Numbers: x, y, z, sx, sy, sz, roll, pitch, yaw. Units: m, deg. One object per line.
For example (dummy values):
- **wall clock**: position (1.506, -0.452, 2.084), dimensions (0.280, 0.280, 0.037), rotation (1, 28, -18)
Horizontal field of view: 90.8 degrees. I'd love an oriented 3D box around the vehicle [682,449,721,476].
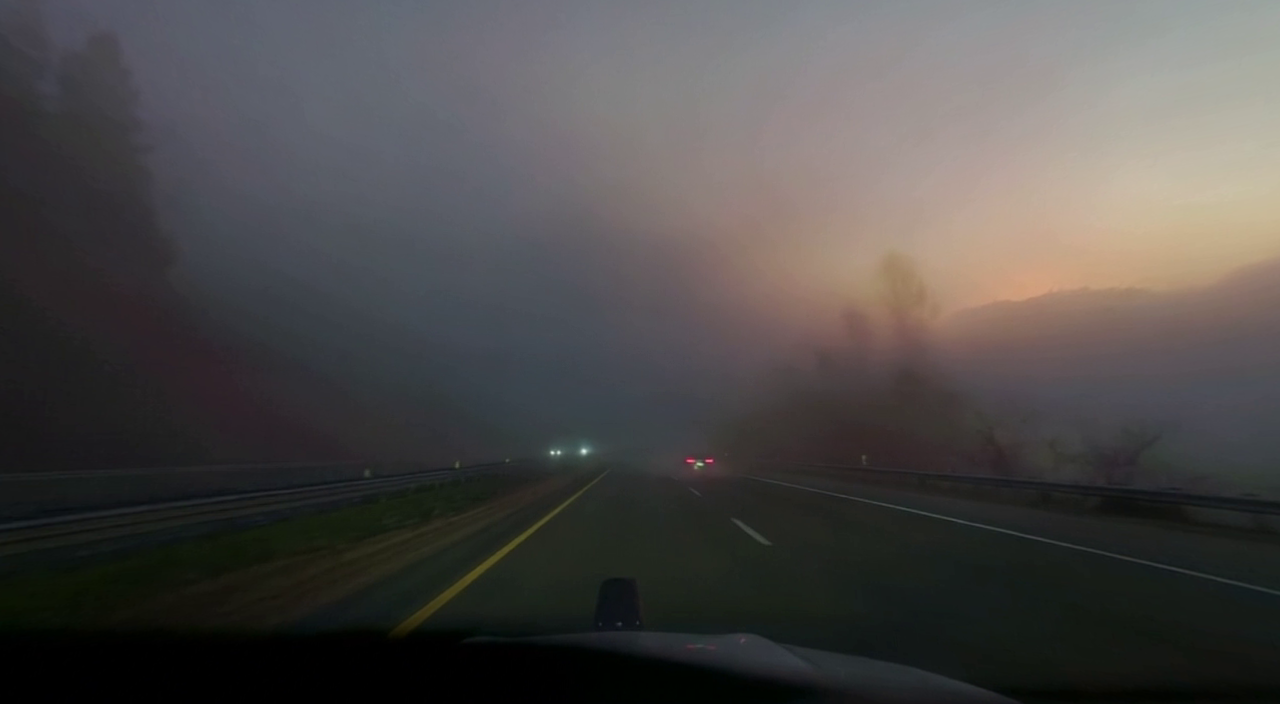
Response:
- **vehicle**: position (3.617, 6.576, 37.781), dimensions (1.870, 1.486, 3.858), rotation (0, -9, -1)
